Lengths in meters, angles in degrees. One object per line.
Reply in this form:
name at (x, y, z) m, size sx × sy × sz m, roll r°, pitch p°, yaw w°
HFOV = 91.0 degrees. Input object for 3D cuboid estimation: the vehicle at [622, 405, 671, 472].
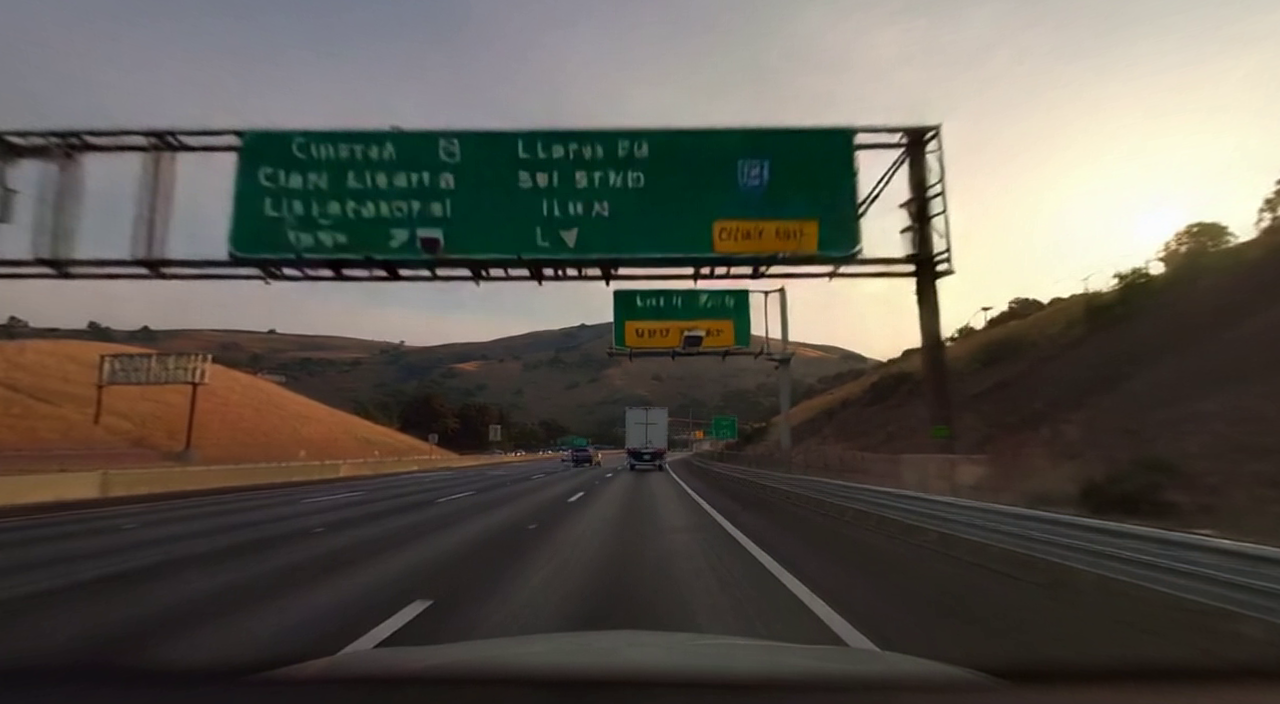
vehicle at (0.538, 6.272, 44.975) m, size 3.039 × 4.131 × 11.822 m, roll 0°, pitch -9°, yaw 2°
